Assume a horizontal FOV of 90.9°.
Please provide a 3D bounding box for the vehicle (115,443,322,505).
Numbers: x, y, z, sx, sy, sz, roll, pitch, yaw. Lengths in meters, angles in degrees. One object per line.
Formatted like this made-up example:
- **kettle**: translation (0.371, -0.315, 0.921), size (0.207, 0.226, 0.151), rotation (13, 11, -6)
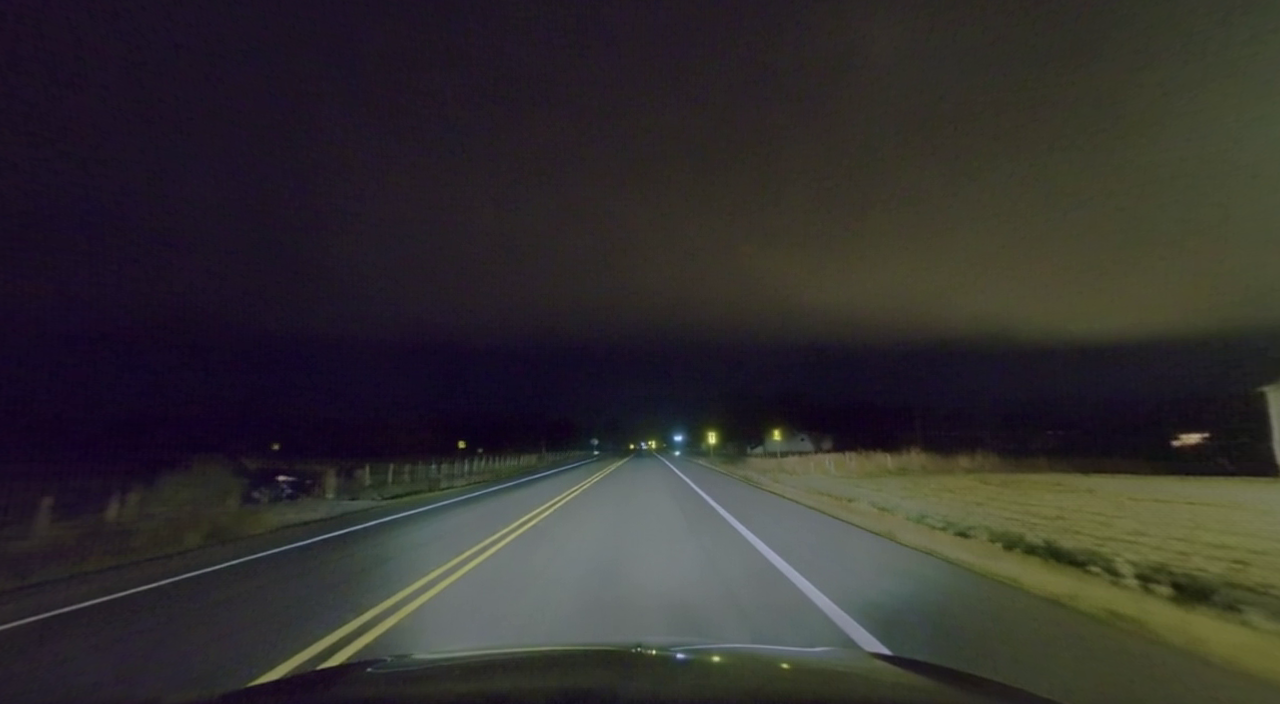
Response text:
- **vehicle**: translation (-12.781, 3.700, 19.409), size (4.813, 1.763, 2.048), rotation (0, -8, -2)
